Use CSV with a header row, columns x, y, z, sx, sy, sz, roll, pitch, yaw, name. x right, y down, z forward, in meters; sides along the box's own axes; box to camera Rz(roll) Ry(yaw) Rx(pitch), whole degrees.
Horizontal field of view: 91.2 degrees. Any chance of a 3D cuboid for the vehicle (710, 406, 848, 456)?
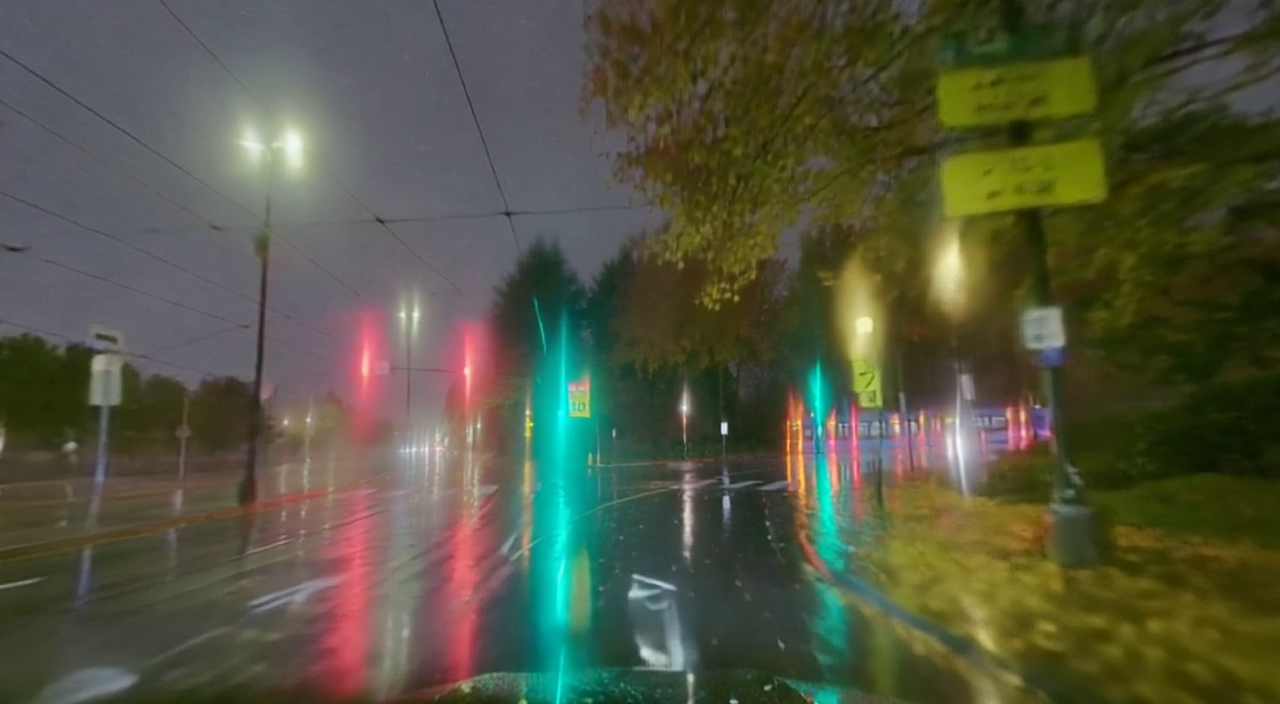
x,y,z,sx,sy,sz,roll,pitch,yaw,name
11.007,6.340,49.839,10.391,3.725,2.904,2,-9,-14,vehicle
